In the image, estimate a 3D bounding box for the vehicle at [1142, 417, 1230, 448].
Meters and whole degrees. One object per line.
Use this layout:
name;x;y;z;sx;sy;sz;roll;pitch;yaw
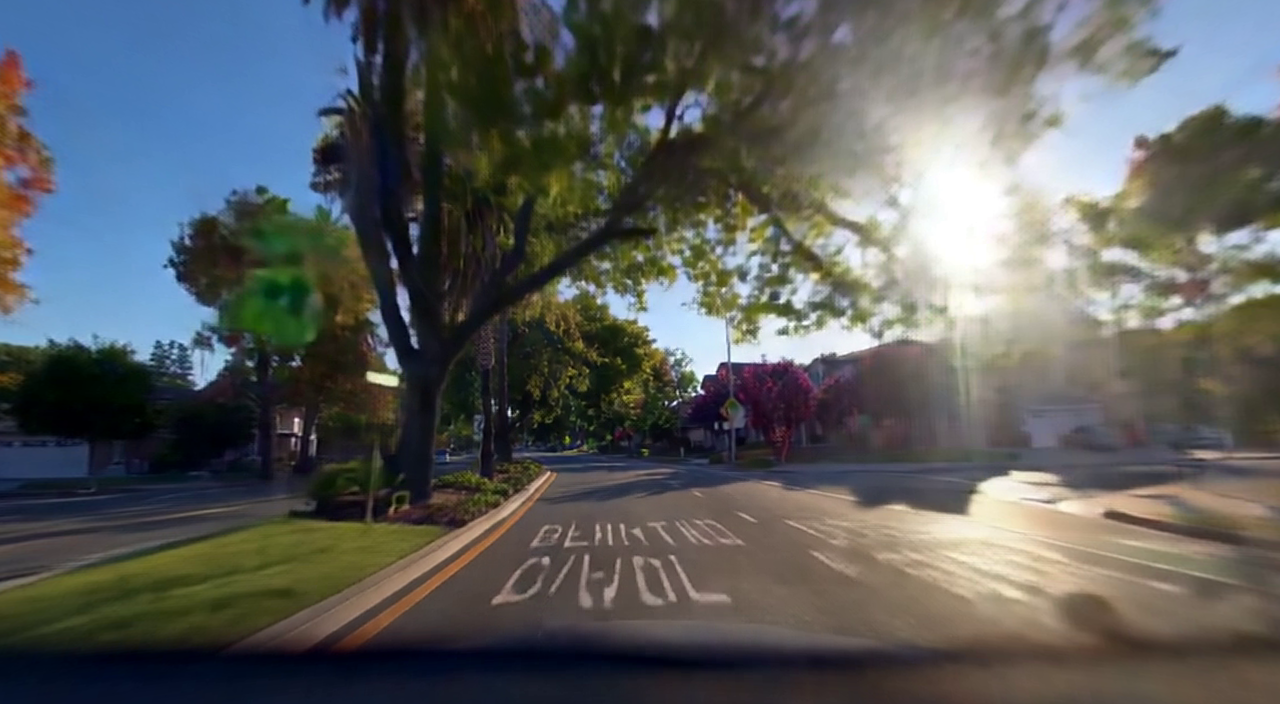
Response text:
vehicle;30.636;4.557;35.484;1.798;1.621;3.735;-1;-9;6

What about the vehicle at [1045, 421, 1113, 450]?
vehicle;24.643;4.684;35.516;1.702;1.536;3.896;-1;-7;12

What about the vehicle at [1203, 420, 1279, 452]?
vehicle;33.376;4.599;34.455;1.854;1.512;4.082;-6;-10;11

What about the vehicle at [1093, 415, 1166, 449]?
vehicle;26.899;4.412;34.826;1.994;1.714;4.222;-2;-7;21
